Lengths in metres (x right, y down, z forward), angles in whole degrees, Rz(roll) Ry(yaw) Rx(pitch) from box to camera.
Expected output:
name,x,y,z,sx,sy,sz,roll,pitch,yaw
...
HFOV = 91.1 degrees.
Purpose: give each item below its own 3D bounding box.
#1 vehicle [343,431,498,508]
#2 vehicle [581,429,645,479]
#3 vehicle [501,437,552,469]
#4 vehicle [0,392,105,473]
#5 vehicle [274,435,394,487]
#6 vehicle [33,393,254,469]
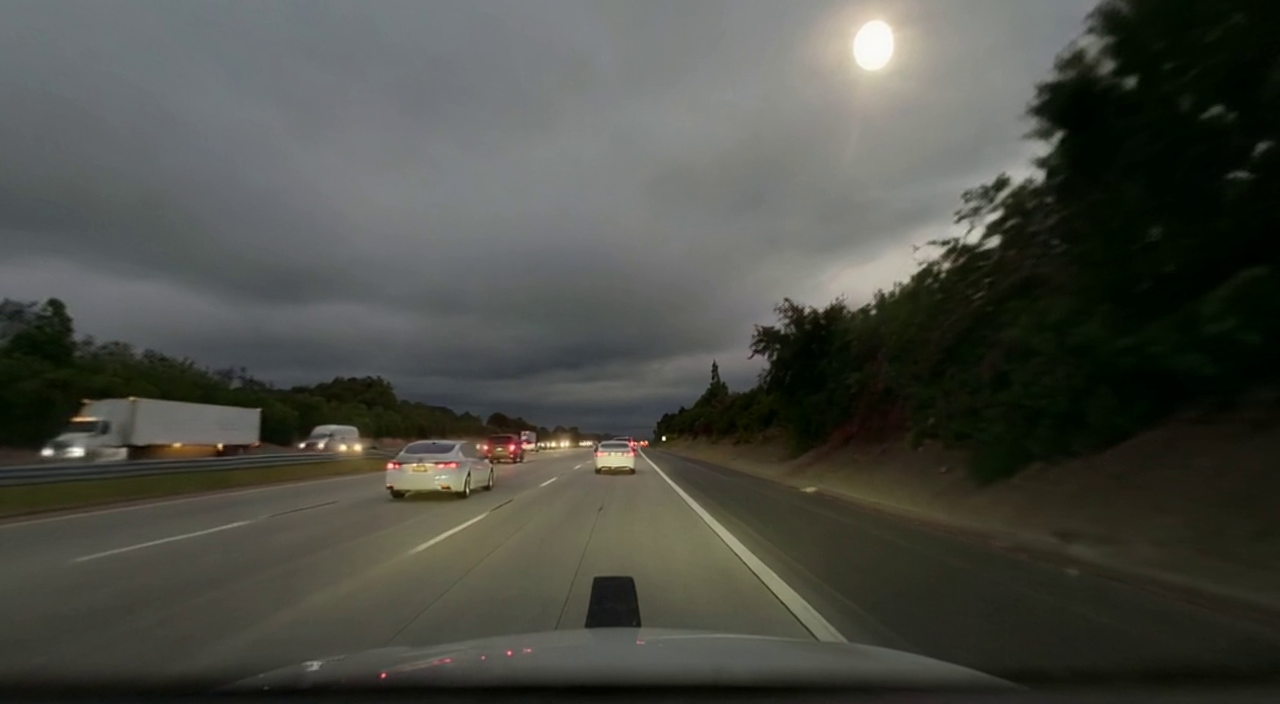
name,x,y,z,sx,sy,sz,roll,pitch,yaw
vehicle,-4.713,2.553,14.297,1.971,1.464,4.386,0,-8,0
vehicle,-0.978,3.707,23.239,2.178,1.658,3.916,0,-8,-2
vehicle,-5.461,4.870,30.645,1.835,1.432,3.835,0,-8,-1
vehicle,-30.078,4.074,31.902,2.981,3.860,2.886,0,-8,-2
vehicle,-9.419,3.349,19.746,1.850,1.439,3.932,0,-8,-1
vehicle,-30.333,5.063,39.949,3.235,3.981,13.558,0,-8,-1
